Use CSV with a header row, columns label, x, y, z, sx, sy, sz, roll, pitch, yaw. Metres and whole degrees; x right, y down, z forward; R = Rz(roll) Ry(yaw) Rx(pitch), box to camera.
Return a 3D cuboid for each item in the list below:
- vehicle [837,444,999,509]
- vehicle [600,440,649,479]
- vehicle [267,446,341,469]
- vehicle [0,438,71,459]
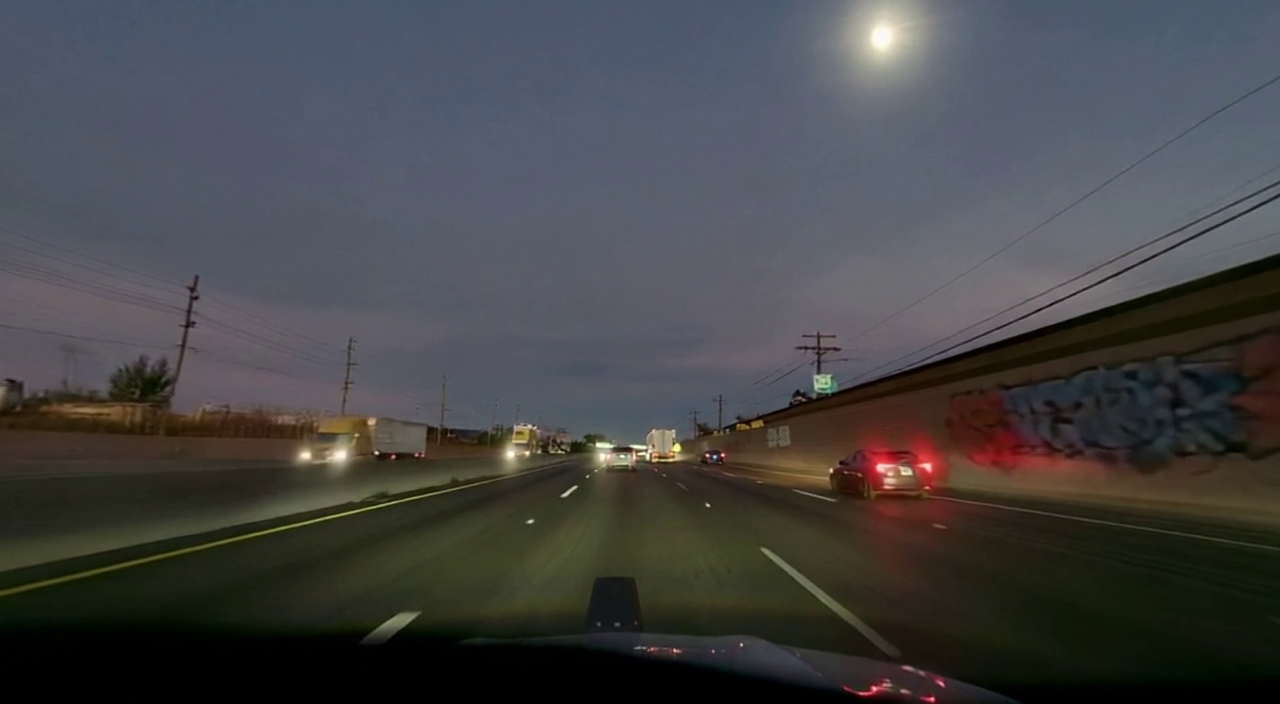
label,x,y,z,sx,sy,sz,roll,pitch,yaw
vehicle,7.089,3.211,16.815,2.018,1.451,4.762,0,-9,-2
vehicle,-0.679,5.054,29.883,2.191,1.685,3.353,0,-9,0
vehicle,-17.541,5.511,33.202,1.781,1.142,3.830,0,-9,0
vehicle,-31.090,4.705,30.871,4.563,0.956,2.176,5,-9,-34
